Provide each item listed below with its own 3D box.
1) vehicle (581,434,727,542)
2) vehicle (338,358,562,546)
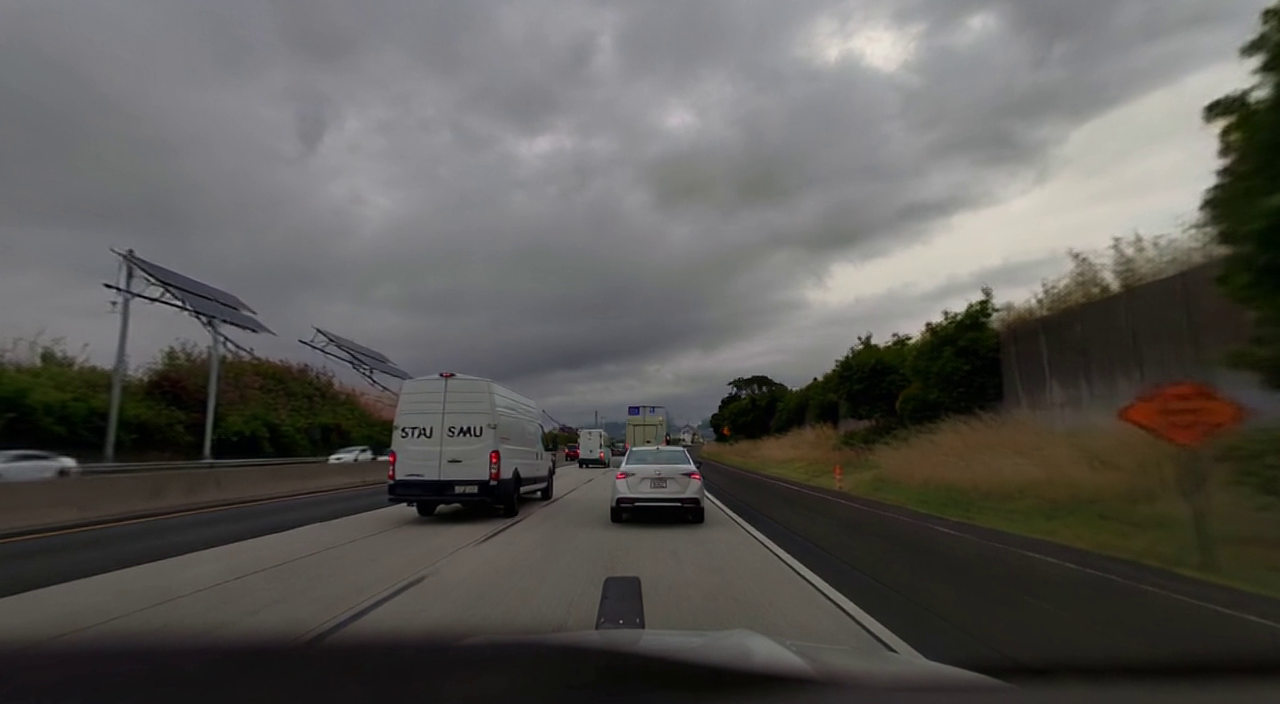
[{"bbox_3d":[0.185,2.201,10.742,2.063,1.507,3.488,0,-9,0],"label":"vehicle"},{"bbox_3d":[-3.199,1.970,12.681,2.289,2.757,6.726,0,-9,1],"label":"vehicle"}]
